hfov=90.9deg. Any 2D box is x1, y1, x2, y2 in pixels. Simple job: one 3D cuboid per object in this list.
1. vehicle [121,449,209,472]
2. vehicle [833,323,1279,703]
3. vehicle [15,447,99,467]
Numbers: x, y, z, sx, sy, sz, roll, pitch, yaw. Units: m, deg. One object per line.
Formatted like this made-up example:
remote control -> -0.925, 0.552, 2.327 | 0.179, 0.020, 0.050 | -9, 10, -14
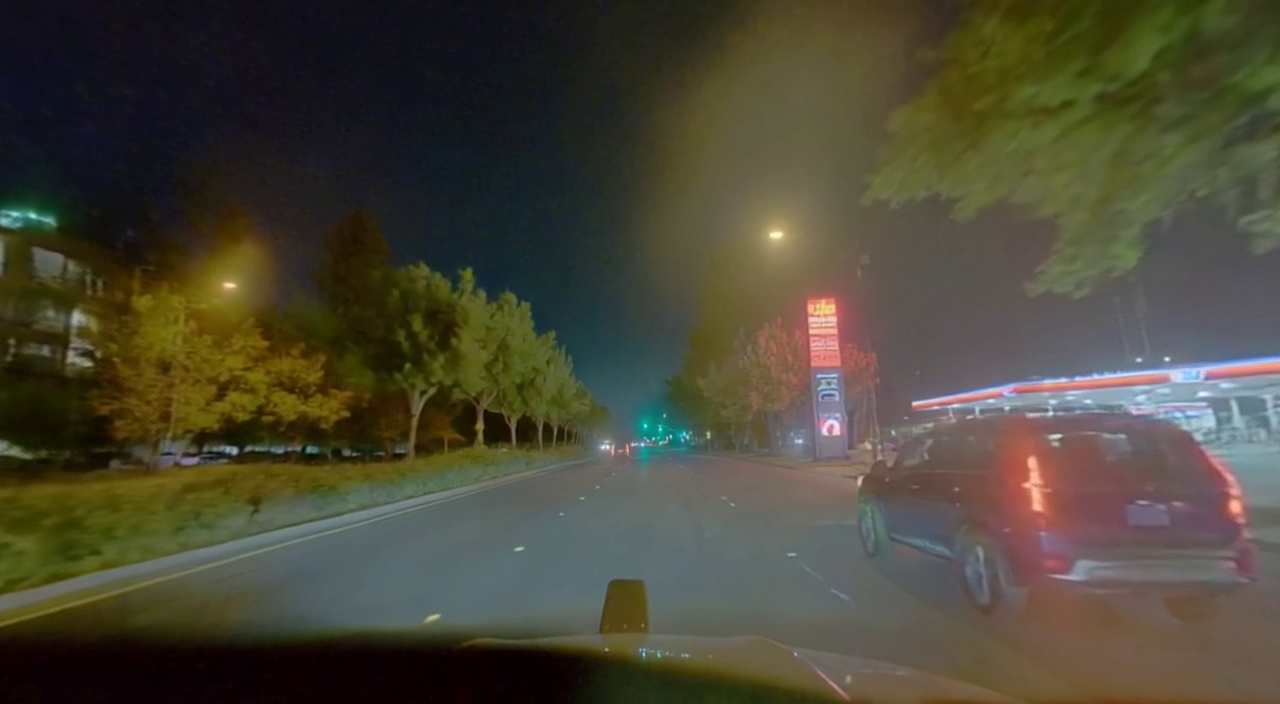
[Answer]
vehicle -> -31.293, 7.147, 41.621 | 4.275, 1.411, 1.968 | -1, -8, 3
vehicle -> 3.375, 1.094, 4.981 | 2.151, 1.771, 4.792 | 0, -8, 0
vehicle -> -44.193, 7.934, 47.820 | 4.315, 1.478, 1.931 | 1, -9, -2
